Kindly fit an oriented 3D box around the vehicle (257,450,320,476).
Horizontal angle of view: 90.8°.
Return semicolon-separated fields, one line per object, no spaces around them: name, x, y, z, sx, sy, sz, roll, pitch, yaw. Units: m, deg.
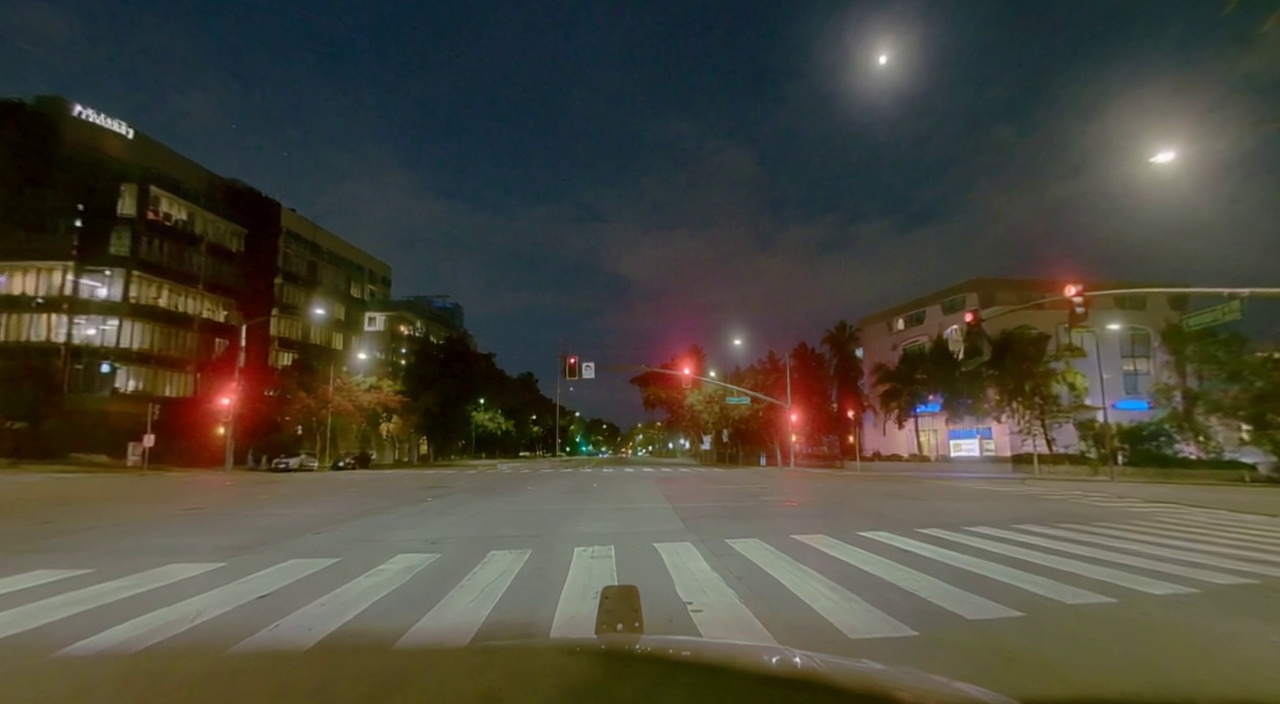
vehicle;-21.797;6.852;39.366;2.005;1.496;4.020;1;-9;-7

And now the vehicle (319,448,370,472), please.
vehicle;-22.369;8.158;48.094;2.023;1.706;4.756;1;-9;-6
